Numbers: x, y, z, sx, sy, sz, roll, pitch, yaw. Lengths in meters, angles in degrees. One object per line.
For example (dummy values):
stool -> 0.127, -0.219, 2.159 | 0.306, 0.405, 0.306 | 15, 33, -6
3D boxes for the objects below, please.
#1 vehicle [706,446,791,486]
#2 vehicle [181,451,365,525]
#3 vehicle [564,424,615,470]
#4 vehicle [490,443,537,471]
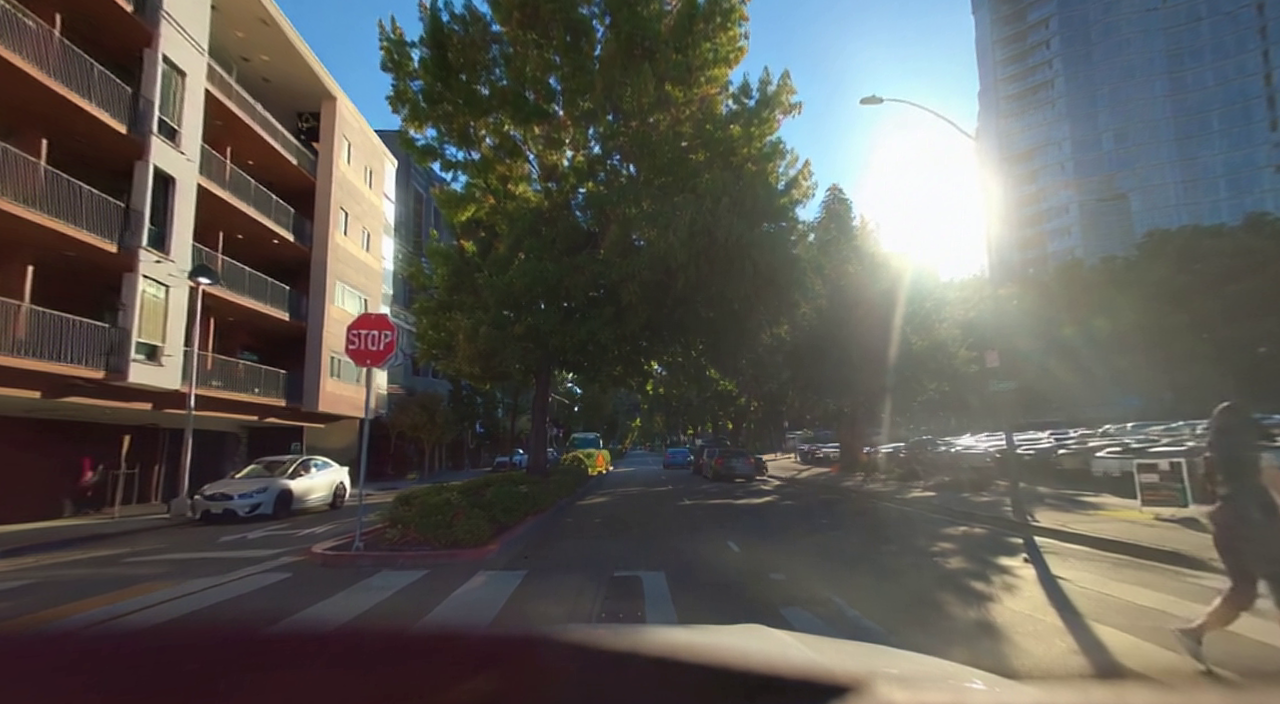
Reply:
vehicle -> 4.573, 4.648, 26.126 | 1.858, 1.491, 4.329 | -5, -10, 33
vehicle -> -8.797, 3.244, 15.695 | 2.007, 1.503, 4.343 | 0, -8, -1
vehicle -> -3.008, 5.892, 39.264 | 2.317, 2.596, 6.053 | 0, -8, 3
vehicle -> -8.871, 7.392, 44.685 | 2.256, 1.802, 4.333 | 0, -8, 1
